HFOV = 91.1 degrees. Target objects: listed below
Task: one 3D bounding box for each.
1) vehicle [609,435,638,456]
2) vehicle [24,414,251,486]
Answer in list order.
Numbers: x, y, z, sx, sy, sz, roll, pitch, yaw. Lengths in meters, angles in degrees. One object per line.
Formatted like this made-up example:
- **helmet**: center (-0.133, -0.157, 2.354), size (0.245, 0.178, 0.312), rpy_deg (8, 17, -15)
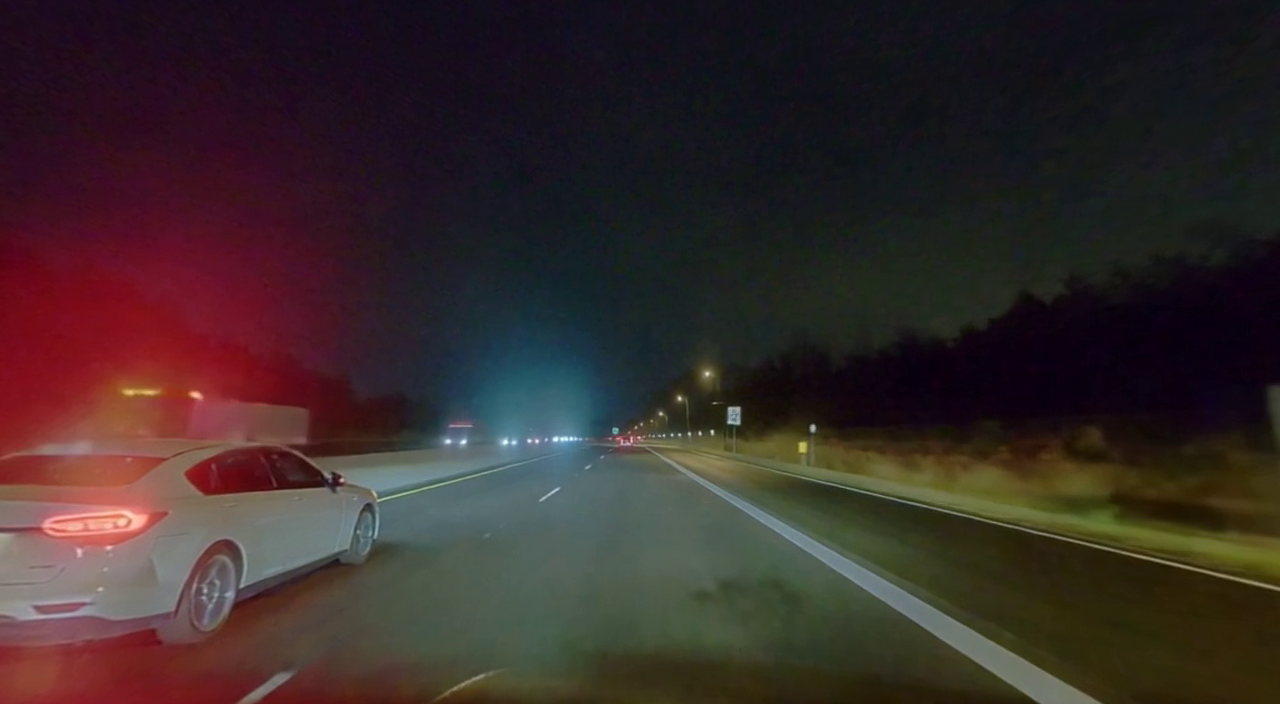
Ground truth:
- **vehicle**: center (-1.242, 6.954, 46.976), size (2.025, 1.519, 3.924), rpy_deg (0, -8, -2)
- **vehicle**: center (-12.502, 2.478, 16.186), size (1.927, 1.559, 4.766), rpy_deg (0, -8, -1)
